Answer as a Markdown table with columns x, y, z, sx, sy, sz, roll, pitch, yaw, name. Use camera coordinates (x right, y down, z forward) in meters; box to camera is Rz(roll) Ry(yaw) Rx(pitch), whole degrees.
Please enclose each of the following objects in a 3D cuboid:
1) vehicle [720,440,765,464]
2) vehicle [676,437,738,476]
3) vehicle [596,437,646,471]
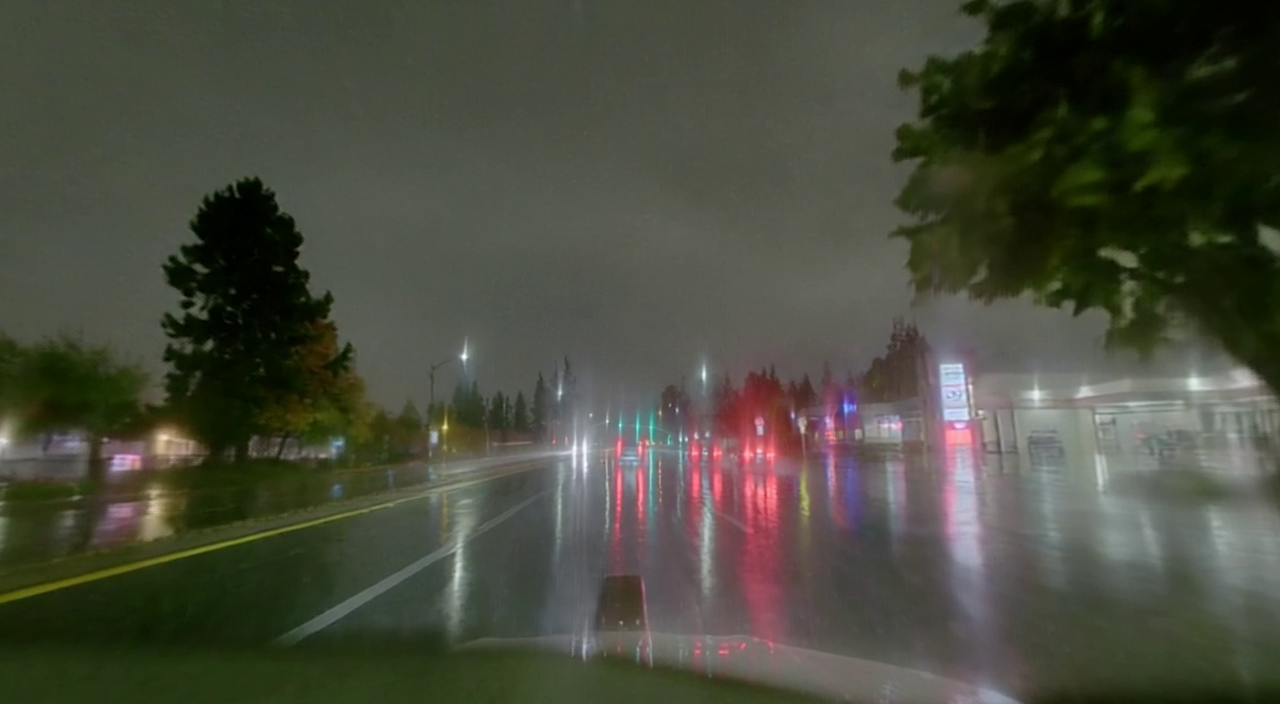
| x | y | z | sx | sy | sz | roll | pitch | yaw | name |
| --- | --- | --- | --- | --- | --- | --- | --- | --- | --- |
| 6.329 | 6.230 | 39.376 | 2.068 | 1.393 | 3.874 | 0 | -8 | -1 | vehicle |
| 2.714 | 4.380 | 26.781 | 2.057 | 1.491 | 4.675 | 0 | -8 | -1 | vehicle |
| -0.867 | 4.901 | 30.557 | 2.242 | 1.474 | 4.127 | 0 | -8 | 0 | vehicle |
